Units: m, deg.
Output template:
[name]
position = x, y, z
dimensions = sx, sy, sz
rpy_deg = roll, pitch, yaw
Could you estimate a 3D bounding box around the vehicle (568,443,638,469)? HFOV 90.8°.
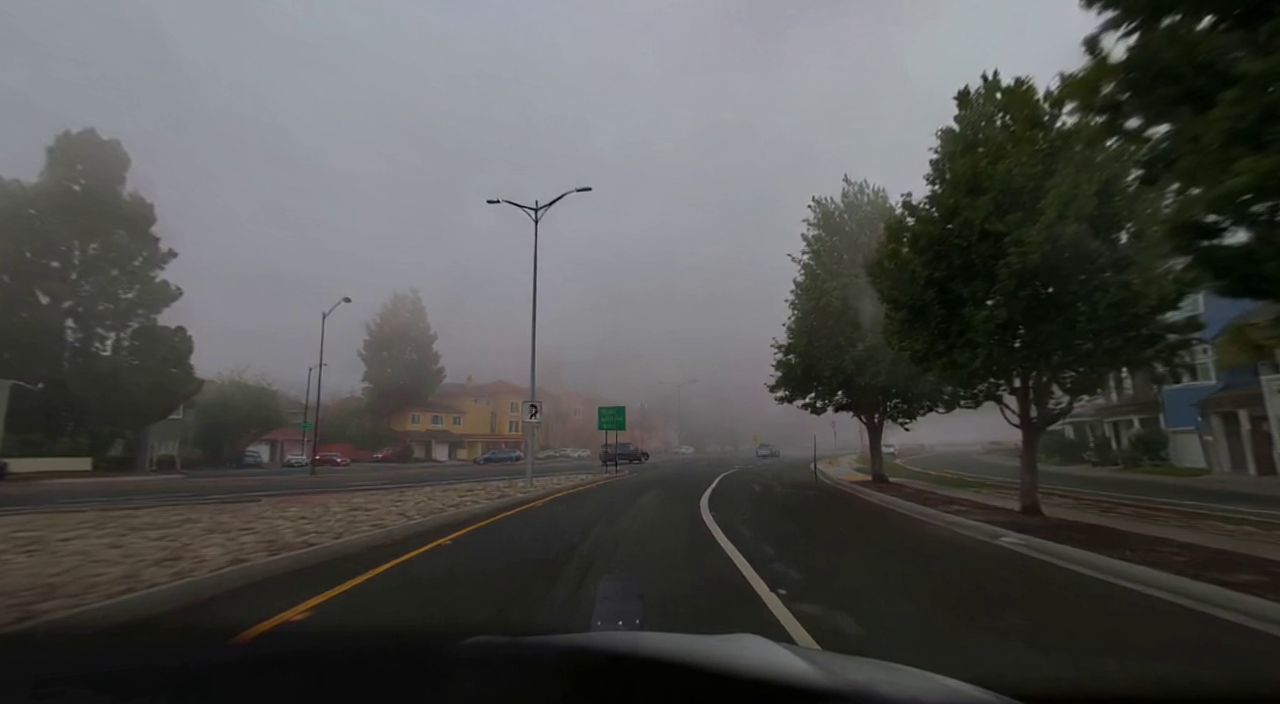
[vehicle]
position = -2.218, 6.467, 39.473
dimensions = 2.081, 1.489, 4.863
rpy_deg = -5, -10, 29
